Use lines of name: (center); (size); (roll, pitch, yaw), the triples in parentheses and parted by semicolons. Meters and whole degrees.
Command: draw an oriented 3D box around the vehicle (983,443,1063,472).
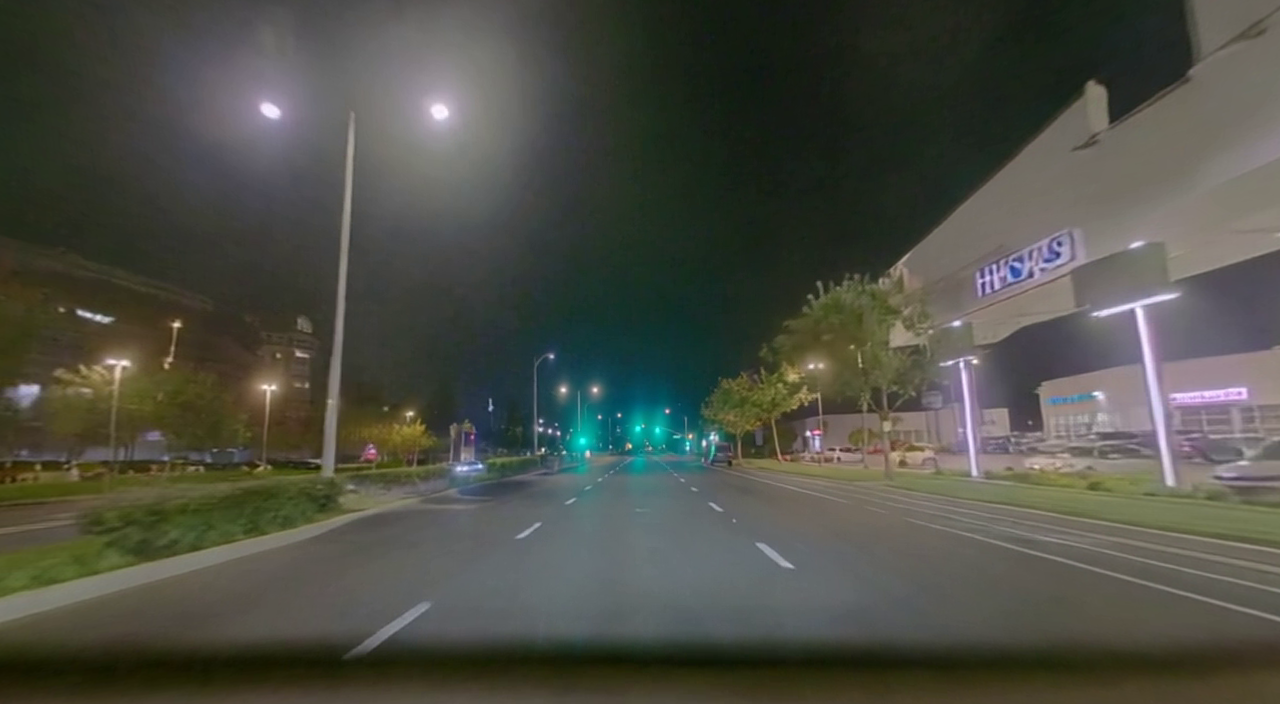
vehicle: (22.943, 6.301, 37.818); (2.025, 1.586, 4.486); (-1, -8, 0)

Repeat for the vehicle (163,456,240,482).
vehicle: (-31.052, 8.277, 44.570); (4.351, 1.547, 1.998); (3, -11, -34)

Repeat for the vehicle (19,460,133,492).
vehicle: (-30.707, 6.753, 34.399); (4.400, 1.524, 1.849); (6, -11, -37)

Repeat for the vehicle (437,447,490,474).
vehicle: (-12.168, 7.499, 43.662); (2.082, 1.712, 5.122); (0, -9, 1)

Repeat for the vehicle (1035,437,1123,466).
vehicle: (25.833, 5.874, 37.141); (1.908, 1.617, 4.452); (0, -9, -2)

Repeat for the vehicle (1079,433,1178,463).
vehicle: (28.392, 5.629, 36.717); (1.898, 1.609, 4.864); (0, -9, 0)
